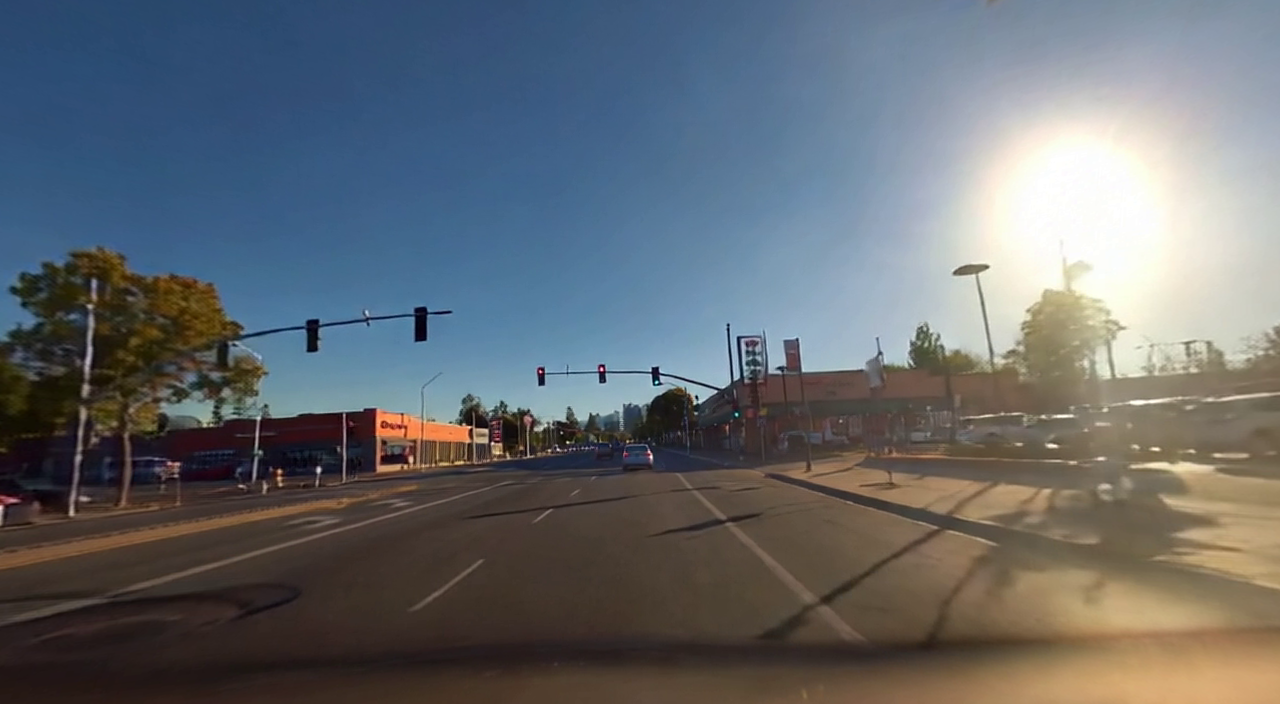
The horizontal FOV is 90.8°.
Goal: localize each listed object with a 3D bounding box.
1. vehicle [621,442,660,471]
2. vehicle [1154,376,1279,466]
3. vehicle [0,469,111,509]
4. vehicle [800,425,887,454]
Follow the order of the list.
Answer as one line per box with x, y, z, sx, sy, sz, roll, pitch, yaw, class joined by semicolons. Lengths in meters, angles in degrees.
0.022;5.666;34.474;1.977;1.451;4.032;0;-9;0;vehicle
12.922;1.346;12.007;4.466;1.553;2.060;0;-9;-1;vehicle
-26.033;5.886;27.259;2.007;1.466;4.543;-8;-11;40;vehicle
13.196;5.699;41.229;4.852;1.805;2.155;0;-9;-2;vehicle
